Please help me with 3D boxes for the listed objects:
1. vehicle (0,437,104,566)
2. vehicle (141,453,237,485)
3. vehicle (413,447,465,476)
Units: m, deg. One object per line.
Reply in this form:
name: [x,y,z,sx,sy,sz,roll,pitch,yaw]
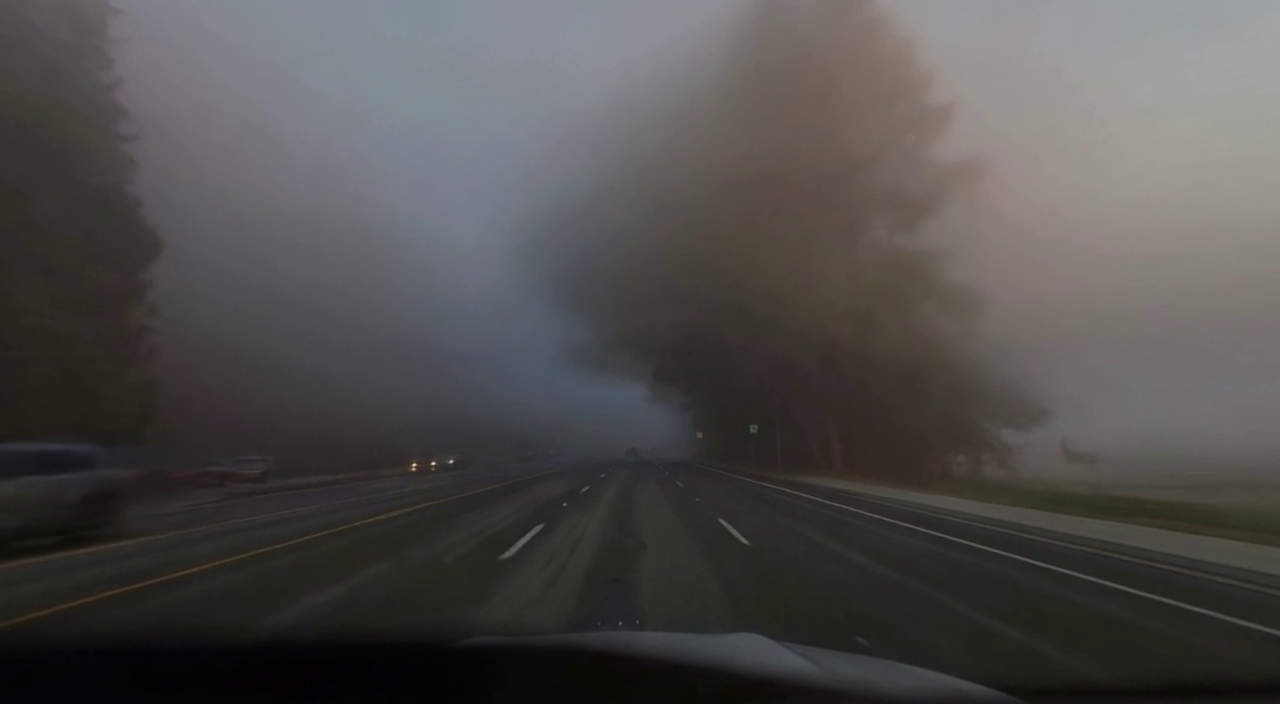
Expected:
vehicle: [-9.717,1.900,7.764,2.365,1.697,4.391,0,-9,0]
vehicle: [-24.550,6.382,34.503,3.658,1.605,1.985,-1,-9,0]
vehicle: [-14.749,8.068,46.728,2.055,1.742,5.503,-4,-7,0]
